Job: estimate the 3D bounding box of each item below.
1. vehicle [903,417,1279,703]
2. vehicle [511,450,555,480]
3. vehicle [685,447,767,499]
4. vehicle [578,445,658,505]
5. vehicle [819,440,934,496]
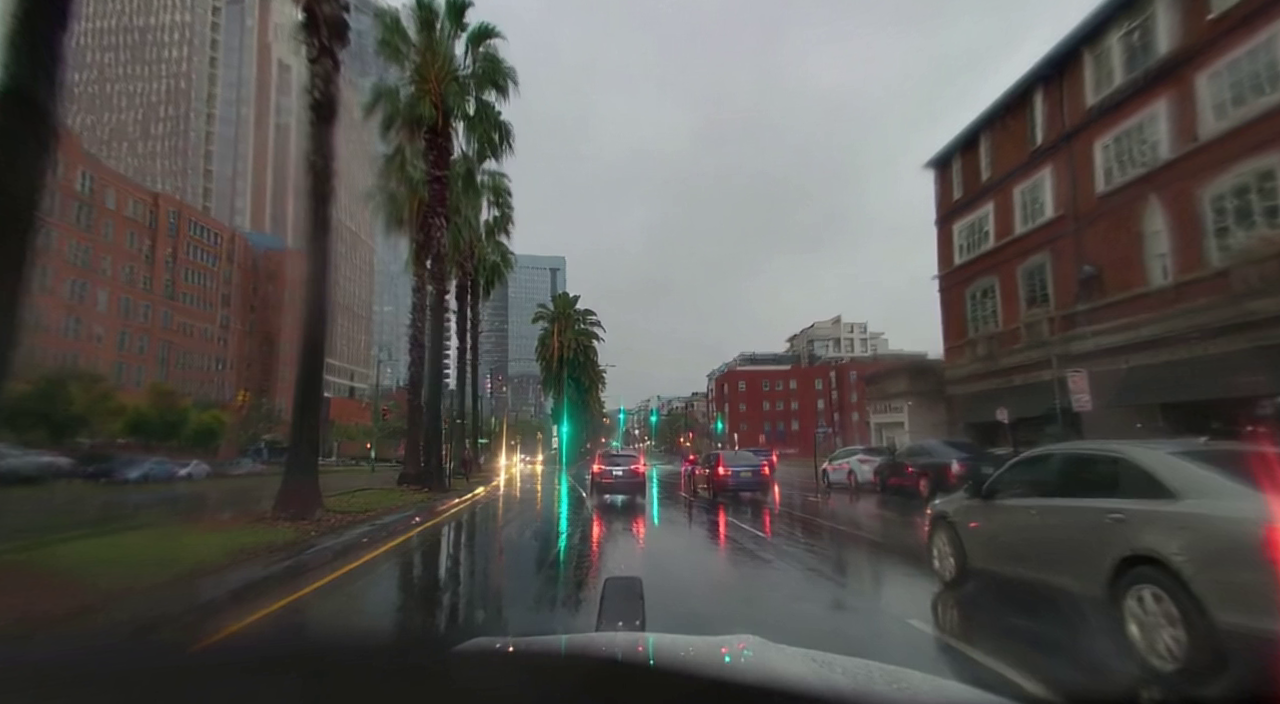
[{"bbox_3d":[3.907,1.318,4.690,1.920,1.490,4.417,0,-9,-1],"label":"vehicle"},{"bbox_3d":[-5.748,6.109,34.490,1.977,1.501,4.435,0,-9,-5],"label":"vehicle"},{"bbox_3d":[2.686,3.864,20.603,1.909,1.500,3.524,1,-9,-5],"label":"vehicle"},{"bbox_3d":[-0.670,3.469,18.214,2.048,1.503,3.681,0,-9,-3],"label":"vehicle"},{"bbox_3d":[8.025,3.967,21.966,1.946,1.715,4.365,1,-9,-5],"label":"vehicle"}]
